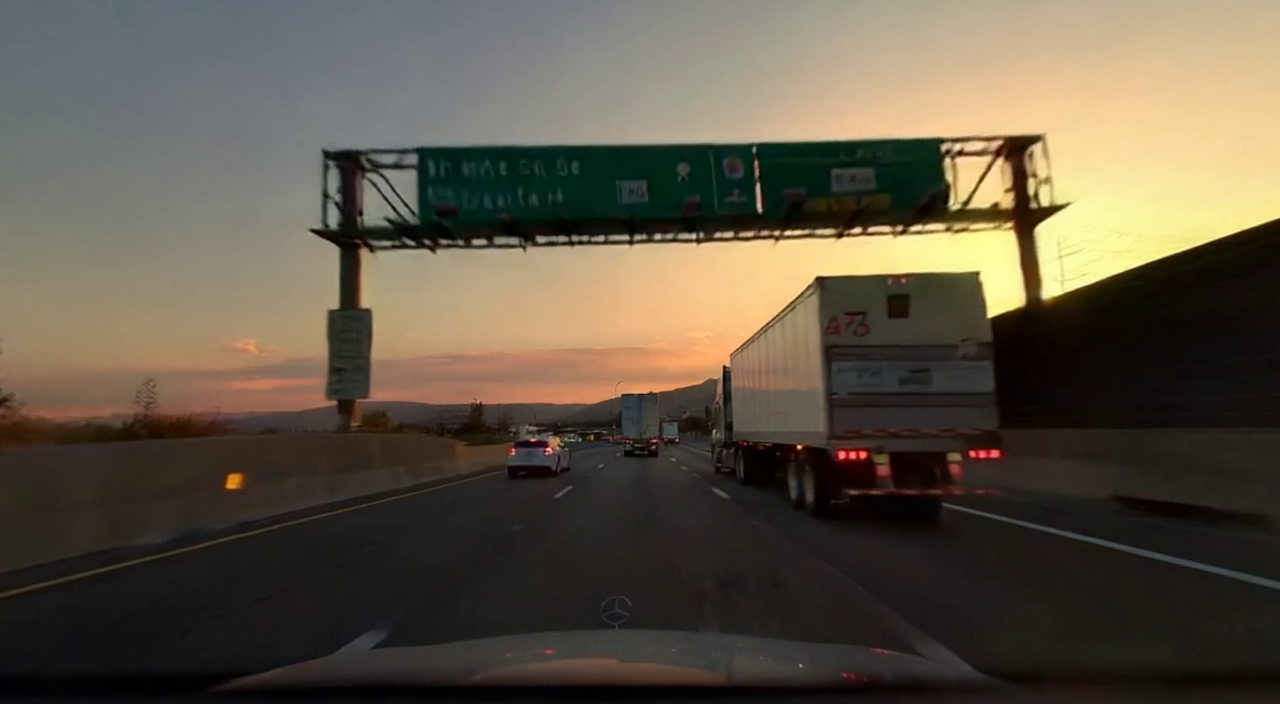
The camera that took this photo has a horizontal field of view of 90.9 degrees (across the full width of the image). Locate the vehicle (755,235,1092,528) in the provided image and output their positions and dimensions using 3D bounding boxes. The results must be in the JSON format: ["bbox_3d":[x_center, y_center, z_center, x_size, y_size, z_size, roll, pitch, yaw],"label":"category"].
[{"bbox_3d":[4.531,0.903,12.681,2.873,3.998,8.286,0,-8,0],"label":"vehicle"}]

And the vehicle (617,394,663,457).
[{"bbox_3d":[0.125,5.681,47.564,2.966,4.072,13.408,0,-8,1],"label":"vehicle"}]

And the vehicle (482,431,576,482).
[{"bbox_3d":[-3.659,3.555,21.855,2.208,1.542,5.138,0,-8,1],"label":"vehicle"}]
